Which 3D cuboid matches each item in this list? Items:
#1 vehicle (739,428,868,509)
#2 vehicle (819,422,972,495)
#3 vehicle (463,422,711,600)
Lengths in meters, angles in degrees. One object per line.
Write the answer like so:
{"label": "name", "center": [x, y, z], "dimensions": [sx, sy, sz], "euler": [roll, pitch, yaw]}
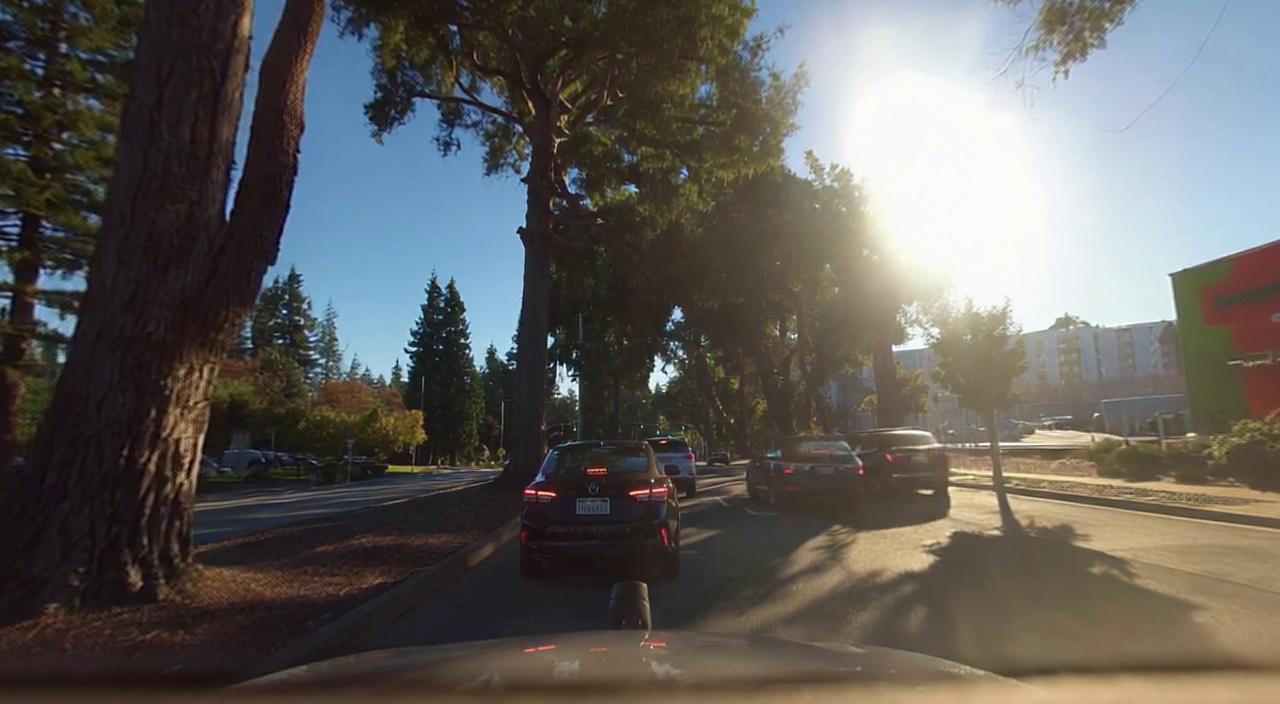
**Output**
{"label": "vehicle", "center": [3.699, 2.717, 15.054], "dimensions": [1.946, 1.648, 4.230], "euler": [0, -9, 0]}
{"label": "vehicle", "center": [7.339, 3.138, 18.864], "dimensions": [2.253, 1.854, 5.409], "euler": [0, -9, 0]}
{"label": "vehicle", "center": [-0.482, 1.666, 7.449], "dimensions": [2.111, 1.506, 4.018], "euler": [0, -9, -1]}
